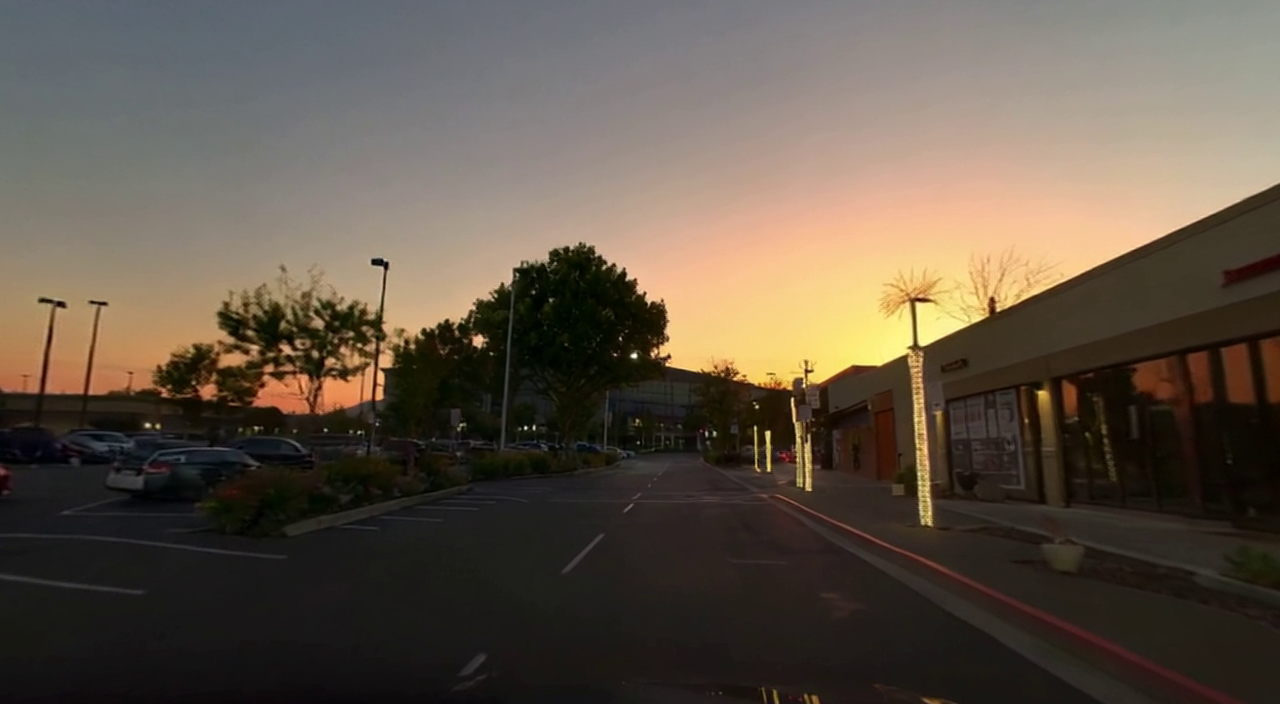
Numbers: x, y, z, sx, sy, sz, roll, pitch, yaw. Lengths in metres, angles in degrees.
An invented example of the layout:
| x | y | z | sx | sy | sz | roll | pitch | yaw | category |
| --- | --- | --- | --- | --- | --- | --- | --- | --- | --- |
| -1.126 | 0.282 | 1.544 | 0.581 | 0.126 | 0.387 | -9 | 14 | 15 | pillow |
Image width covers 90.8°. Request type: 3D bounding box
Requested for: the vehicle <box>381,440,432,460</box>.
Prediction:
| x | y | z | sx | sy | sz | roll | pitch | yaw | category |
| --- | --- | --- | --- | --- | --- | --- | --- | --- | --- |
| -17.696 | 7.427 | 48.032 | 1.909 | 1.474 | 3.908 | -1 | -9 | 8 | vehicle |

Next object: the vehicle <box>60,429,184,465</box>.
| x | y | z | sx | sy | sz | roll | pitch | yaw | category |
| --- | --- | --- | --- | --- | --- | --- | --- | --- | --- |
| -24.528 | 4.532 | 30.182 | 1.876 | 1.591 | 4.470 | -1 | -9 | 5 | vehicle |

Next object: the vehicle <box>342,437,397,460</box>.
| x | y | z | sx | sy | sz | roll | pitch | yaw | category |
| --- | --- | --- | --- | --- | --- | --- | --- | --- | --- |
| -20.623 | 7.361 | 48.267 | 1.773 | 1.498 | 4.085 | 3 | -8 | 10 | vehicle |

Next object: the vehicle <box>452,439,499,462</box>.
| x | y | z | sx | sy | sz | roll | pitch | yaw | category |
| --- | --- | --- | --- | --- | --- | --- | --- | --- | --- |
| -12.337 | 7.409 | 47.585 | 1.928 | 1.613 | 4.197 | -1 | -9 | 8 | vehicle |

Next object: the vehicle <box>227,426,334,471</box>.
| x | y | z | sx | sy | sz | roll | pitch | yaw | category |
| --- | --- | --- | --- | --- | --- | --- | --- | --- | --- |
| -16.670 | 4.499 | 29.627 | 1.972 | 1.923 | 4.535 | -1 | -9 | 5 | vehicle |

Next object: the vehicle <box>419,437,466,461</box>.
| x | y | z | sx | sy | sz | roll | pitch | yaw | category |
| --- | --- | --- | --- | --- | --- | --- | --- | --- | --- |
| -14.906 | 7.362 | 47.832 | 1.902 | 1.645 | 3.903 | 0 | -10 | 6 | vehicle |

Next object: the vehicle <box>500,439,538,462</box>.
| x | y | z | sx | sy | sz | roll | pitch | yaw | category |
| --- | --- | --- | --- | --- | --- | --- | --- | --- | --- |
| -9.176 | 7.504 | 48.156 | 1.892 | 1.597 | 4.259 | 0 | -9 | 3 | vehicle |
